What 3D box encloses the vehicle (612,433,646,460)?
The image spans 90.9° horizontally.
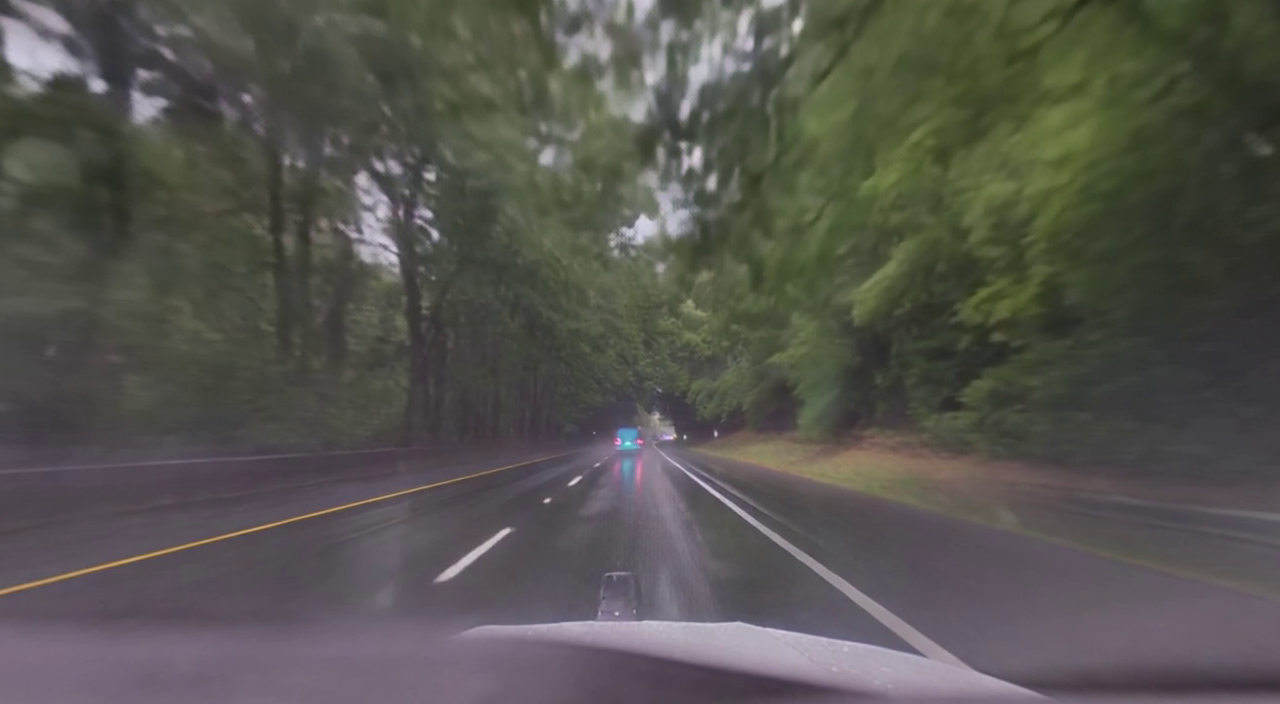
[{"bbox_3d":[-0.700,6.213,41.532,2.094,1.653,4.283,0,-8,0],"label":"vehicle"}]
